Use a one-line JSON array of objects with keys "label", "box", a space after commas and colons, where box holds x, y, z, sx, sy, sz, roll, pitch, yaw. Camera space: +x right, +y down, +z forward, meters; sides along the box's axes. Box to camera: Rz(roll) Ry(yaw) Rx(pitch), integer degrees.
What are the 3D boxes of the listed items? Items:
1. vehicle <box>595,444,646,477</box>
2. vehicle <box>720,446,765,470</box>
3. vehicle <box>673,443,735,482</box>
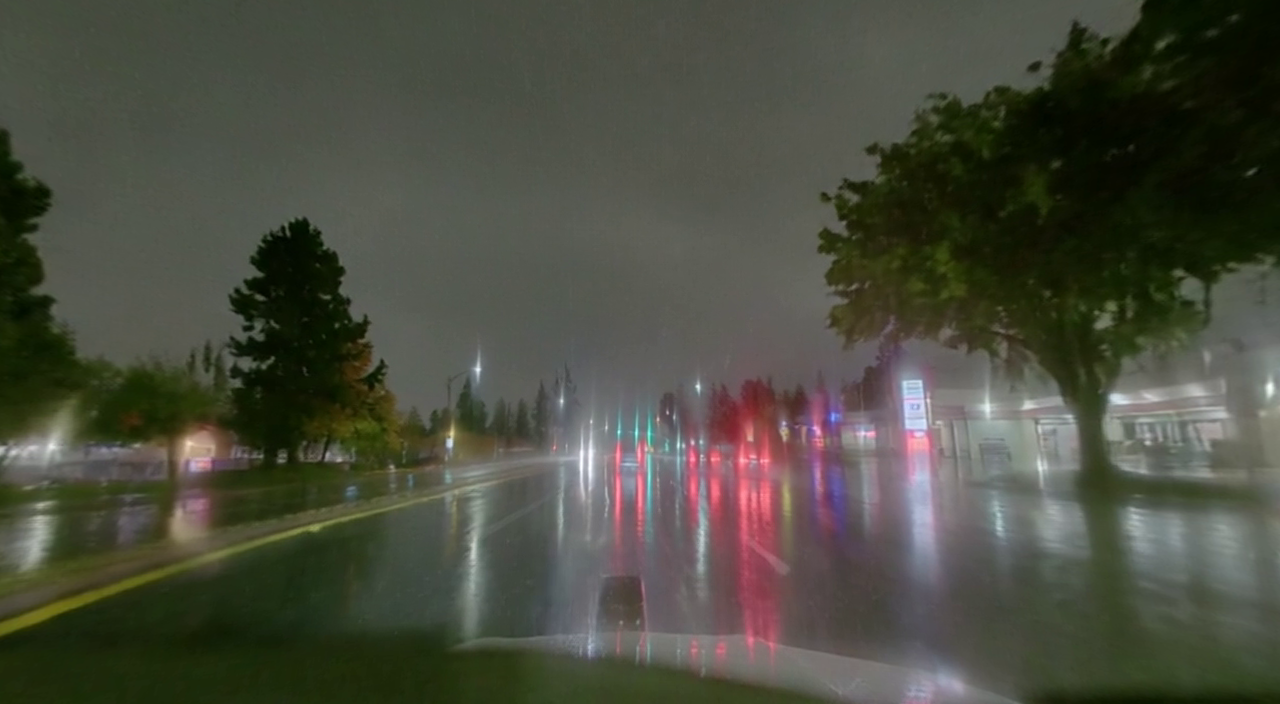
[{"label": "vehicle", "box": [-0.892, 5.135, 30.111, 2.242, 1.474, 4.127, 0, -9, -1]}, {"label": "vehicle", "box": [6.313, 6.610, 39.427, 2.068, 1.393, 3.874, 0, -9, -2]}, {"label": "vehicle", "box": [2.638, 4.664, 27.008, 2.057, 1.491, 4.675, 0, -9, -1]}]
